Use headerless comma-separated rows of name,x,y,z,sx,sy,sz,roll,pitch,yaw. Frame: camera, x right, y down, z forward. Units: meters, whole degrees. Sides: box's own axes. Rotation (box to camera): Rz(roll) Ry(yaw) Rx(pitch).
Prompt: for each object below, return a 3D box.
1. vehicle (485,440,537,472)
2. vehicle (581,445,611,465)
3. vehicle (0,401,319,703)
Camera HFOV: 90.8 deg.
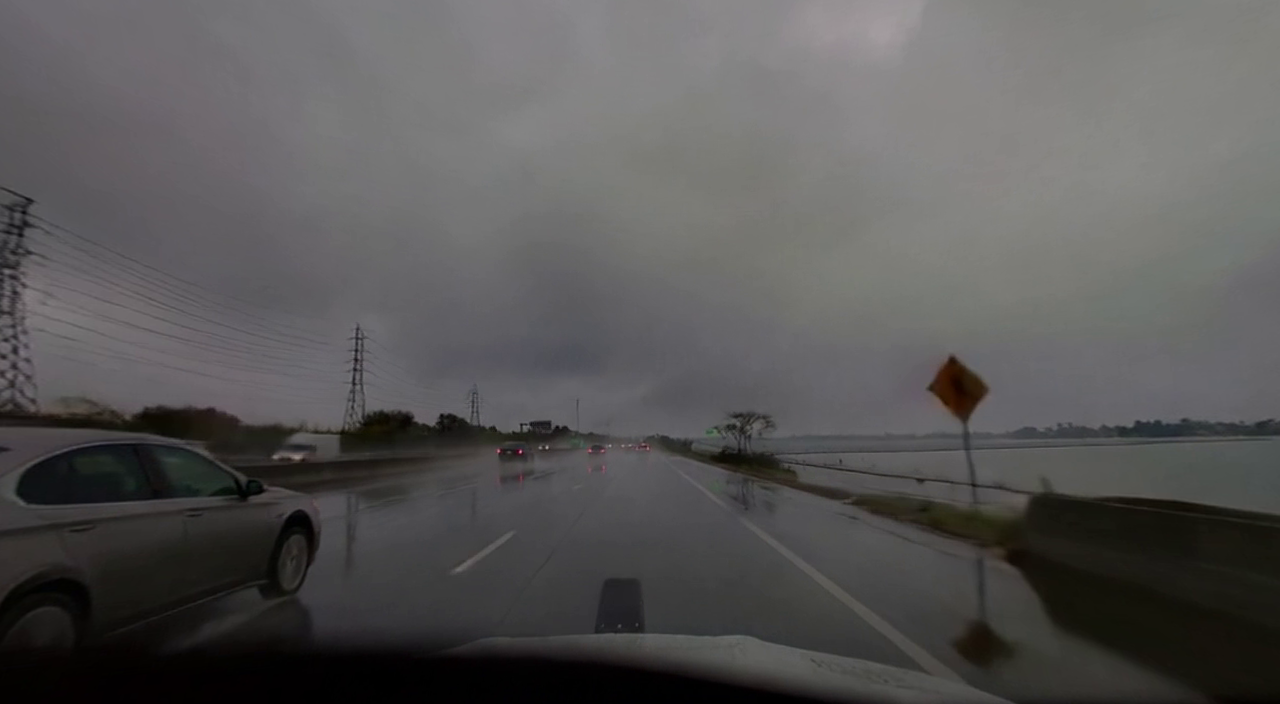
vehicle,-7.414,6.036,36.816,2.050,1.717,4.418,0,-8,1
vehicle,-3.417,8.082,49.659,1.957,1.494,4.207,0,-8,1
vehicle,-3.630,0.995,2.812,2.015,1.501,4.454,0,-8,1
